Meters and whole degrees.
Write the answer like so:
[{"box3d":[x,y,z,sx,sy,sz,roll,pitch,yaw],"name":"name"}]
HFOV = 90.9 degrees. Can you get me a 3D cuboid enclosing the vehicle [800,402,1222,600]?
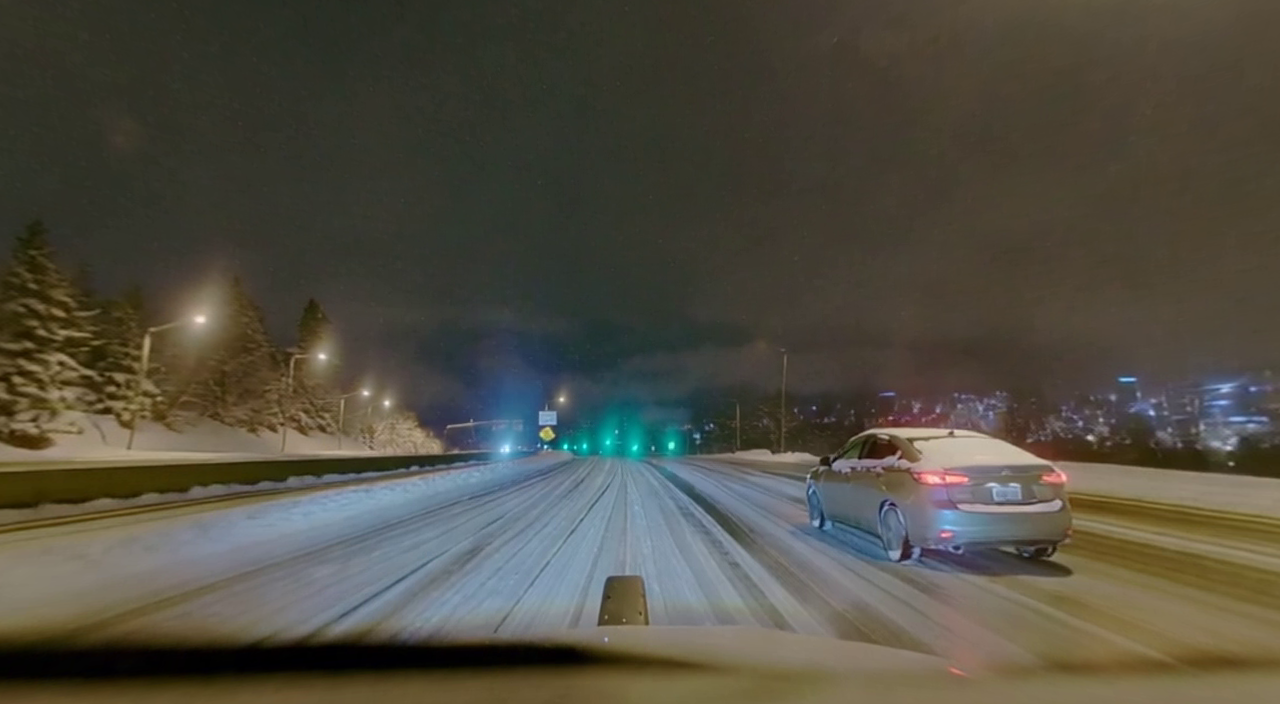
[{"box3d":[3.606,1.556,7.510,2.104,1.575,4.698,0,-9,-1],"name":"vehicle"}]
